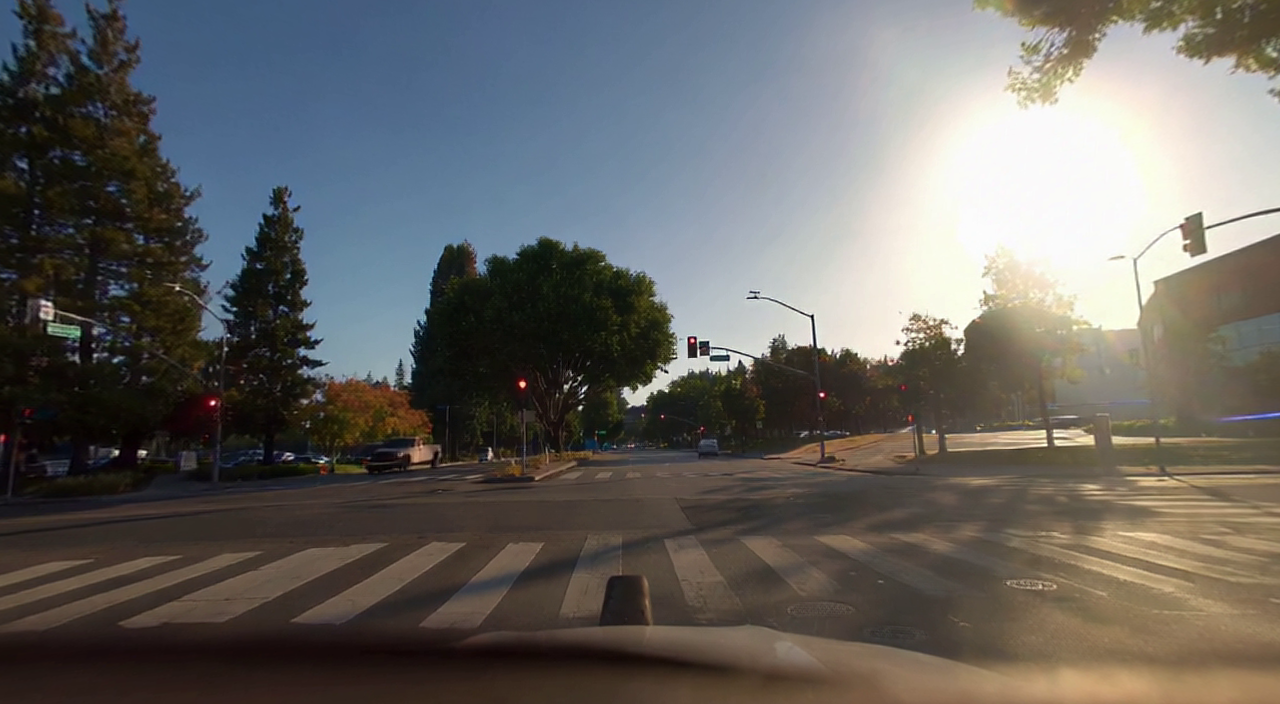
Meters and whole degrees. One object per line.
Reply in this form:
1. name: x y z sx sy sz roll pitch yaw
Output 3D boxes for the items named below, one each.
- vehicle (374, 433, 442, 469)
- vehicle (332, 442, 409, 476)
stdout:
1. vehicle: -17.614 7.560 48.215 2.557 2.580 5.856 -1 -8 5
2. vehicle: -14.835 5.872 34.999 2.169 1.753 4.640 0 -8 1
